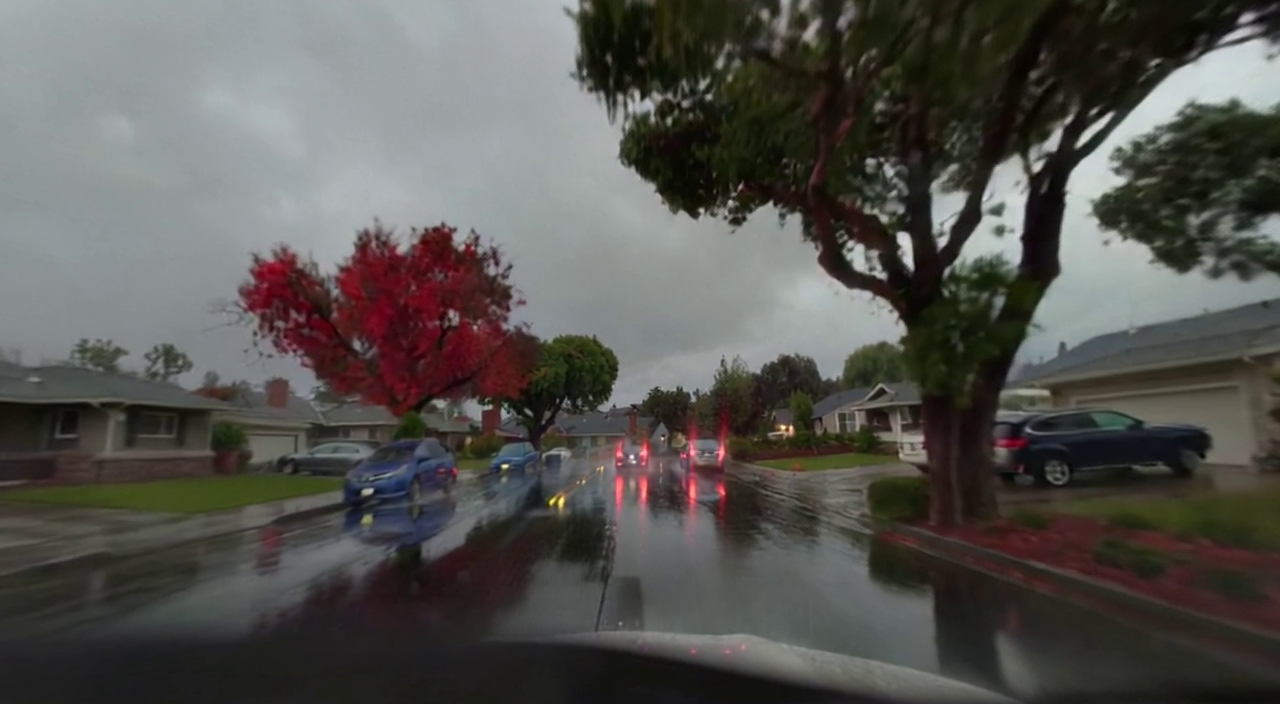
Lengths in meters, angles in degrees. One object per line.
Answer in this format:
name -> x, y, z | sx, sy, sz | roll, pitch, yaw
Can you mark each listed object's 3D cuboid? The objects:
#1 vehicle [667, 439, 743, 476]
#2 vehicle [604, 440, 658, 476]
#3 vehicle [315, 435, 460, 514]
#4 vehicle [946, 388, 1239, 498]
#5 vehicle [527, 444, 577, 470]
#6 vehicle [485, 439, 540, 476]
vehicle -> 2.767, 4.700, 28.282 | 2.429, 1.502, 4.474 | 1, -9, -7
vehicle -> -0.481, 4.648, 27.958 | 2.192, 1.474, 4.192 | 1, -9, -3
vehicle -> -6.753, 3.251, 17.598 | 2.254, 1.773, 4.795 | -2, -7, -2
vehicle -> 9.673, 1.973, 13.817 | 4.813, 1.914, 2.041 | -3, -9, -5
vehicle -> -6.659, 7.998, 48.451 | 2.641, 1.747, 4.738 | -4, -8, 6
vehicle -> -7.177, 5.953, 35.942 | 2.235, 1.851, 4.662 | -2, -9, -1
